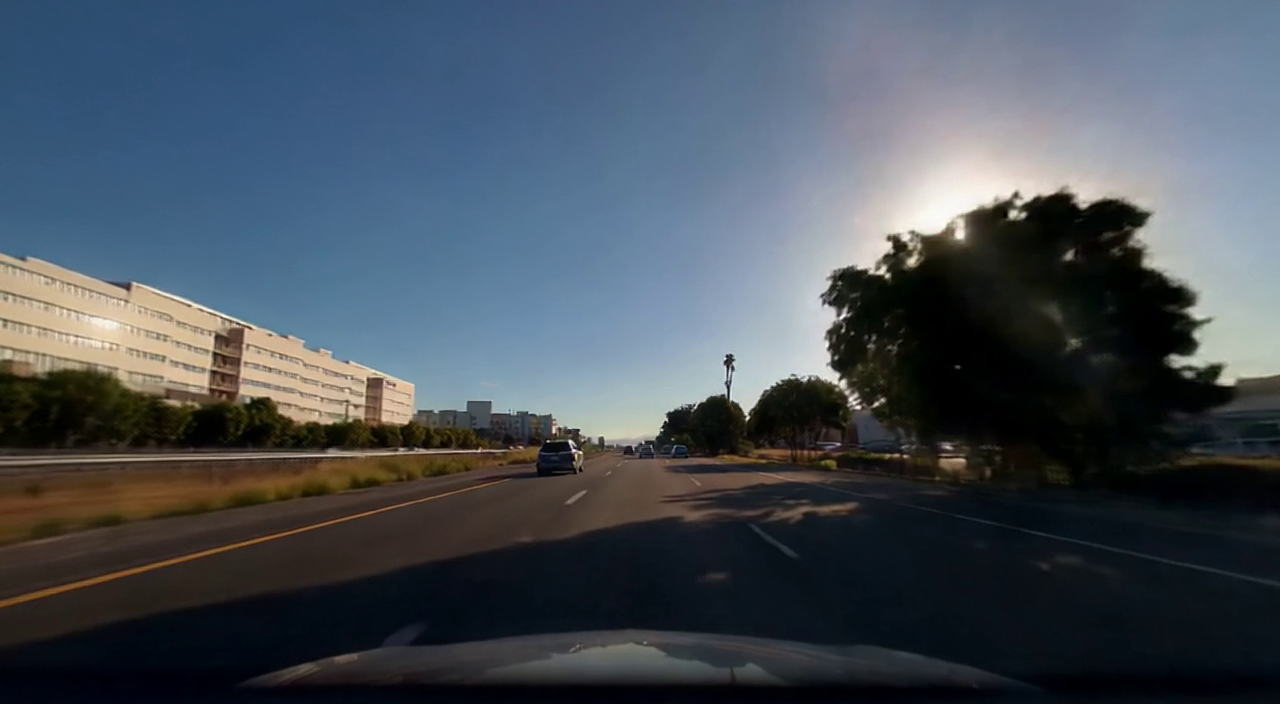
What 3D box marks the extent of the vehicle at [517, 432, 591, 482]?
[{"bbox_3d":[-3.389,4.269,25.865,2.218,1.850,4.774,0,-9,2],"label":"vehicle"}]
